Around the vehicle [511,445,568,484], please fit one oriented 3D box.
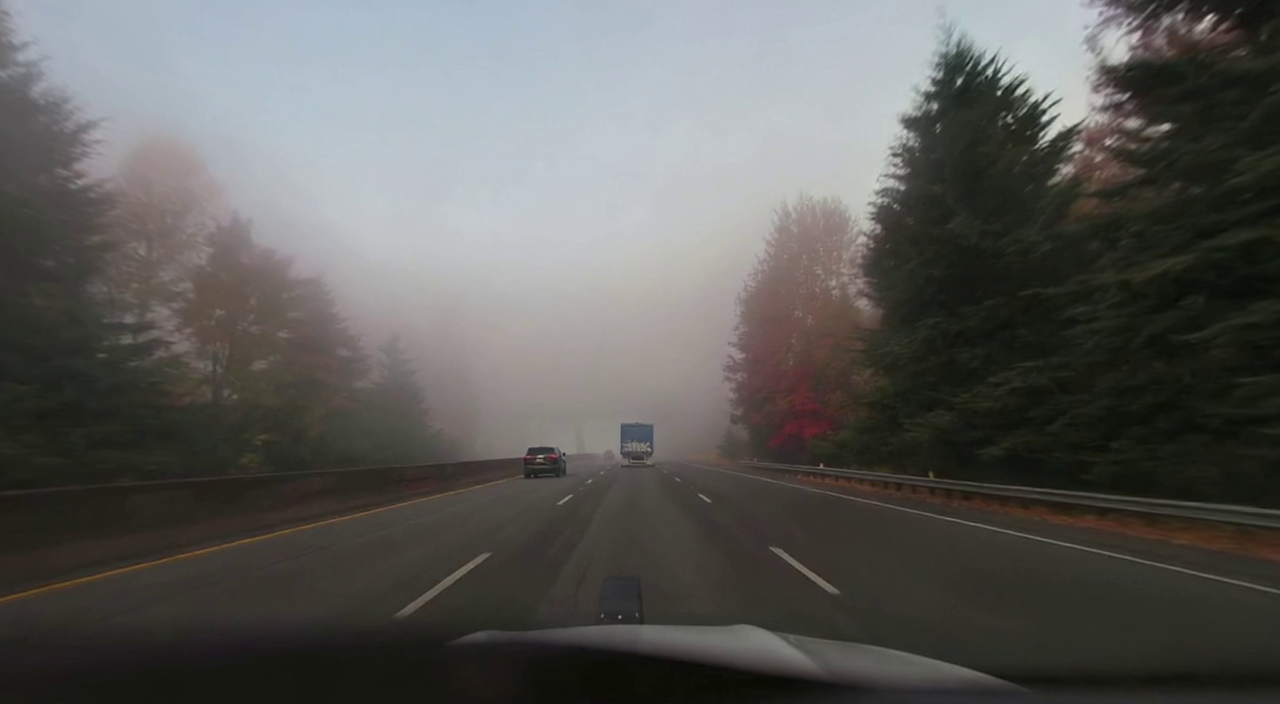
[{"bbox_3d":[-4.305,4.874,27.384,1.892,1.529,3.996,0,-9,-1],"label":"vehicle"}]
